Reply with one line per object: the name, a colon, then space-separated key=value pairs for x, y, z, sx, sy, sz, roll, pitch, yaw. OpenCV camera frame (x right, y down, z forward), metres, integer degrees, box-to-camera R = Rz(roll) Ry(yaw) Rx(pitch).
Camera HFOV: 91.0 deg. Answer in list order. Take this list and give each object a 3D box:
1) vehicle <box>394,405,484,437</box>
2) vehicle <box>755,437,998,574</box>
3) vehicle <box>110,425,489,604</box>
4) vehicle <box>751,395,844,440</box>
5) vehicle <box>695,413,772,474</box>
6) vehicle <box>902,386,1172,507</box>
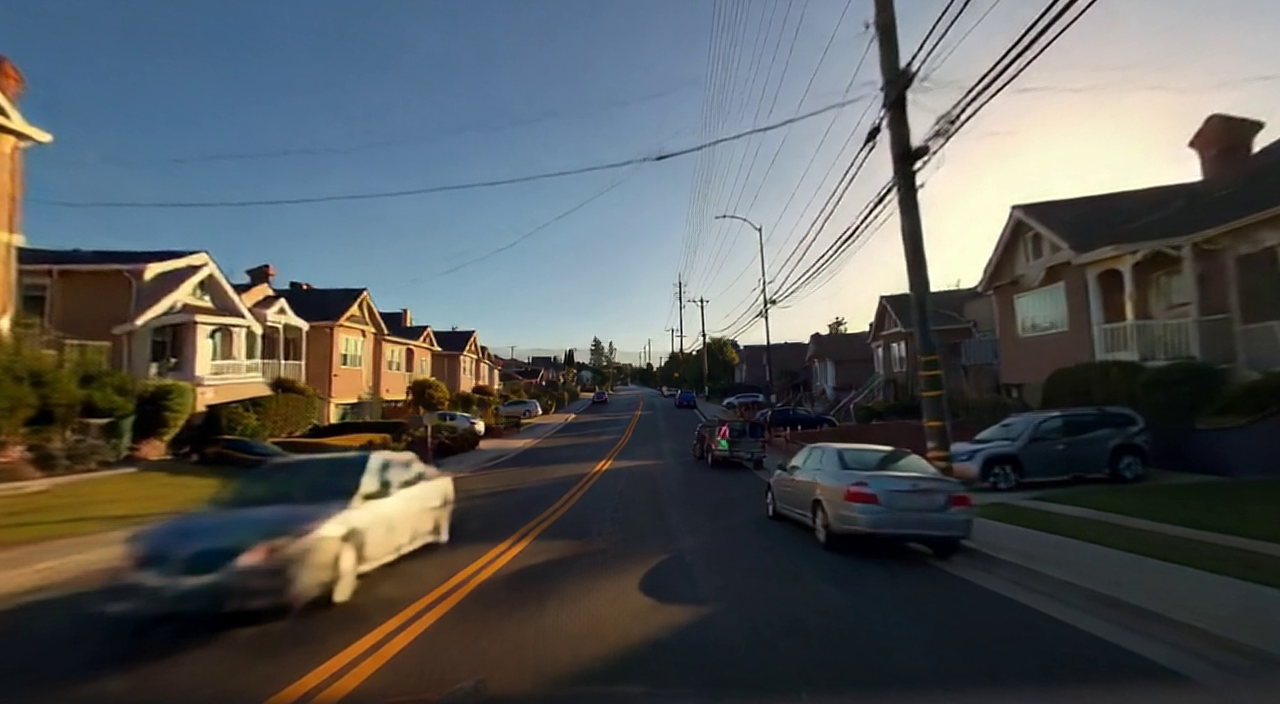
vehicle: x=-11.679 y=4.067 z=36.760 sx=4.525 sy=1.797 sz=2.024 roll=-1 pitch=-9 yaw=5
vehicle: x=3.052 y=2.051 z=9.328 sx=2.063 sy=1.503 sz=4.415 roll=0 pitch=-9 yaw=3
vehicle: x=-3.531 y=1.751 z=7.800 sx=2.096 sy=1.542 sz=4.481 roll=0 pitch=-8 yaw=1
vehicle: x=8.923 y=3.783 z=36.011 sx=4.622 sy=1.826 sz=2.065 roll=-8 pitch=-9 yaw=1
vehicle: x=3.449 y=3.401 z=24.176 sx=2.211 sy=1.860 sz=4.813 roll=0 pitch=-3 yaw=0
vehicle: x=8.295 y=2.007 z=13.511 sx=4.286 sy=2.044 sz=1.913 roll=-5 pitch=-8 yaw=0
